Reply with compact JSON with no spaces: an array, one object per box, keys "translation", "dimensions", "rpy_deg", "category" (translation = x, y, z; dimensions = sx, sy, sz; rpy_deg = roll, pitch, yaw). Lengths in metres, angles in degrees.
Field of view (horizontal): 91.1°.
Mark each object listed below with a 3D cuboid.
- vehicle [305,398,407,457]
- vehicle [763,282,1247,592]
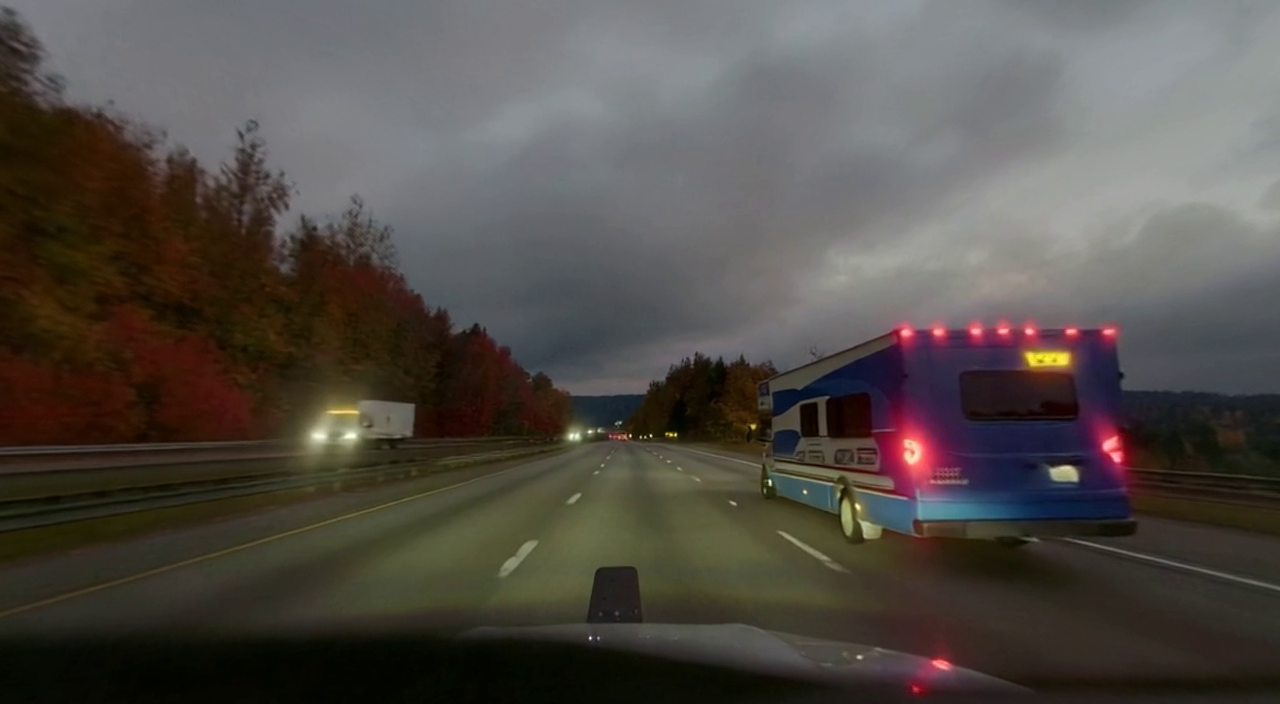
[{"translation":[-15.164,4.151,34.200],"dimensions":[2.456,2.870,6.580],"rpy_deg":[0,-8,0],"category":"vehicle"},{"translation":[4.063,1.218,9.435],"dimensions":[2.815,2.876,7.101],"rpy_deg":[0,-8,-1],"category":"vehicle"}]
